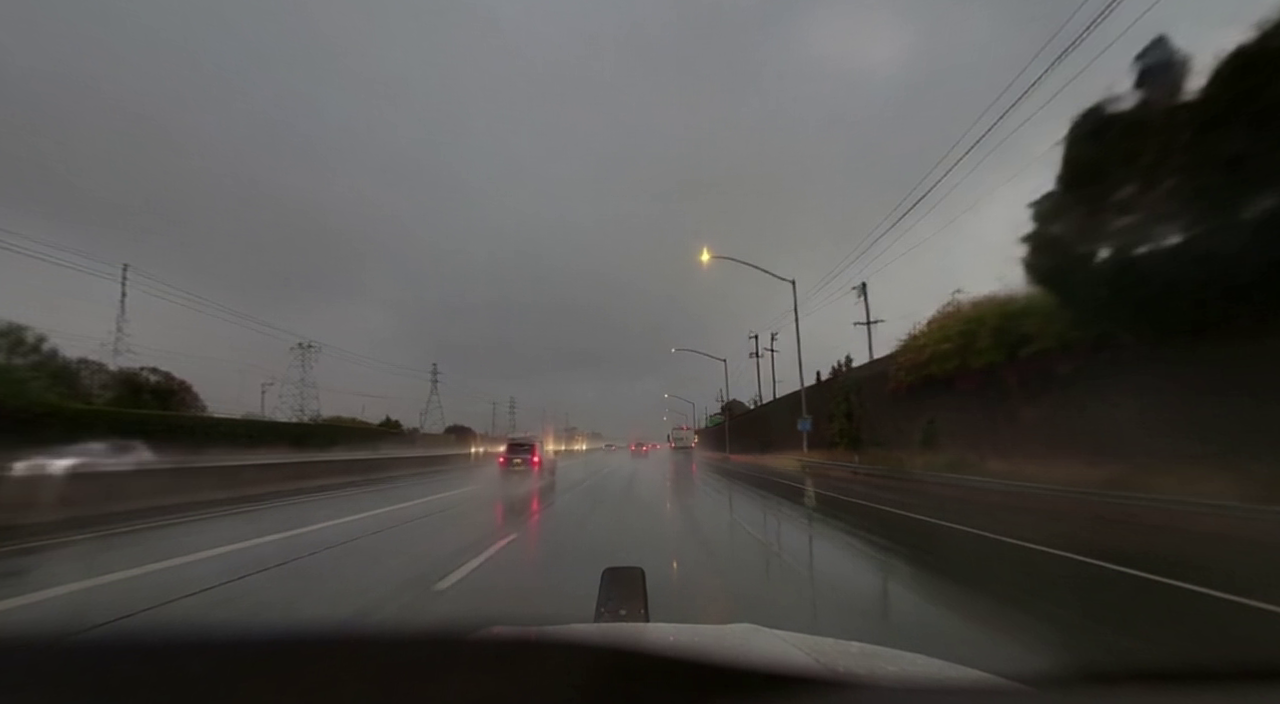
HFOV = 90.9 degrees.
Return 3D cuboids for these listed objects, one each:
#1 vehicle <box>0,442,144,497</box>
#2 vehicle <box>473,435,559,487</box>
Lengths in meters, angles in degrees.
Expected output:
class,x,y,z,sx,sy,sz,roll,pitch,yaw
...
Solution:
class,x,y,z,sx,sy,sz,roll,pitch,yaw
vehicle,-19.120,3.758,20.622,1.926,1.571,4.680,0,-8,1
vehicle,-4.275,3.837,22.516,2.064,1.642,4.389,0,-8,1
